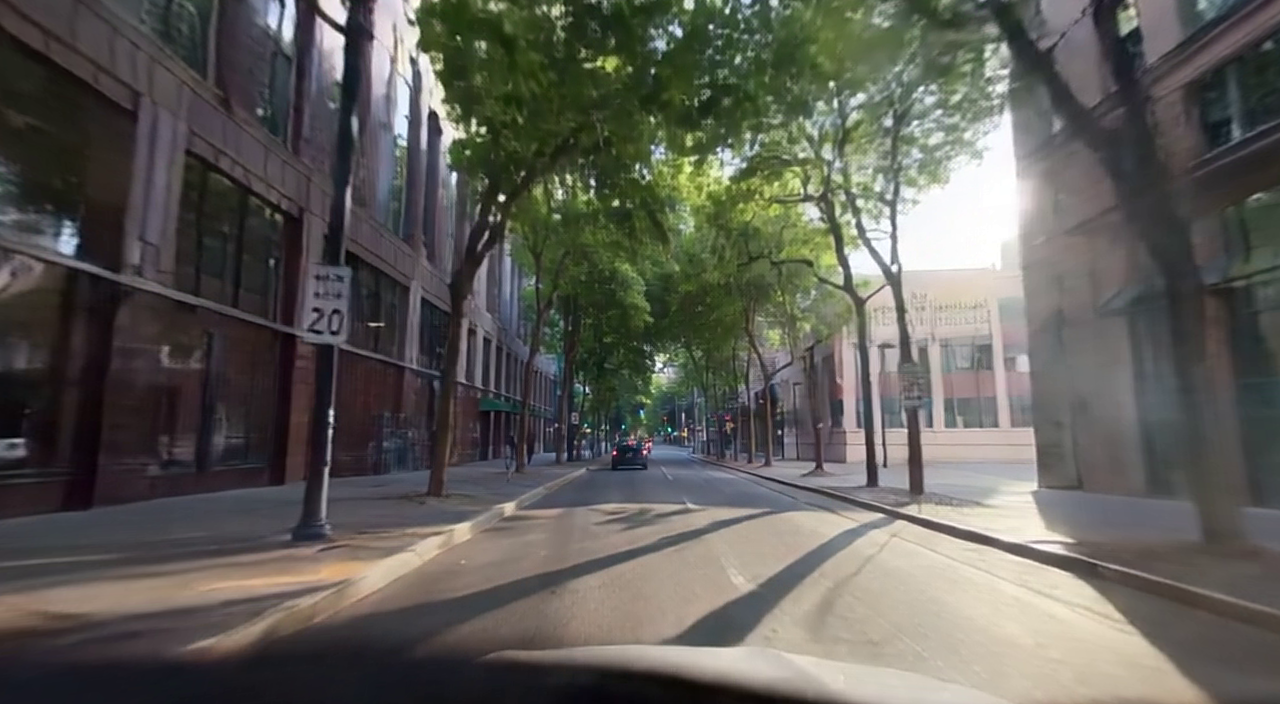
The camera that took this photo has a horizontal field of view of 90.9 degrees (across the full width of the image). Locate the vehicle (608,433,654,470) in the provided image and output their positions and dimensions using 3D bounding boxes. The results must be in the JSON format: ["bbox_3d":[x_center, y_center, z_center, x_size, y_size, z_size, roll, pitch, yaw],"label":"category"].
[{"bbox_3d":[-0.450,4.821,30.609,2.079,1.621,3.861,0,-9,-1],"label":"vehicle"}]
